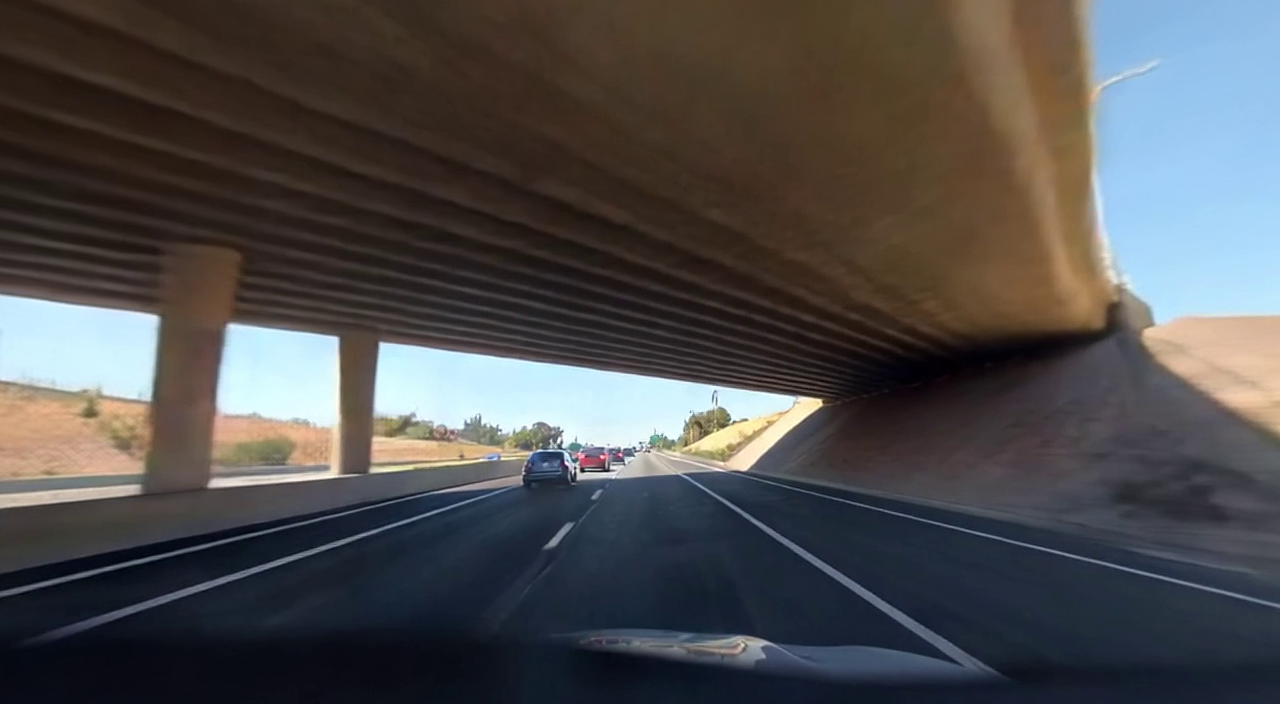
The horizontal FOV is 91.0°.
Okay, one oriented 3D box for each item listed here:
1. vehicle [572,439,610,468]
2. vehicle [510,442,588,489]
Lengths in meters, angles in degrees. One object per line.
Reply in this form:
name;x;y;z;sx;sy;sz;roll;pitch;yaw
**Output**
vehicle;-3.279;6.921;43.186;2.177;1.852;4.427;0;-9;1
vehicle;-3.166;4.080;22.947;2.044;1.527;4.607;0;-9;1
